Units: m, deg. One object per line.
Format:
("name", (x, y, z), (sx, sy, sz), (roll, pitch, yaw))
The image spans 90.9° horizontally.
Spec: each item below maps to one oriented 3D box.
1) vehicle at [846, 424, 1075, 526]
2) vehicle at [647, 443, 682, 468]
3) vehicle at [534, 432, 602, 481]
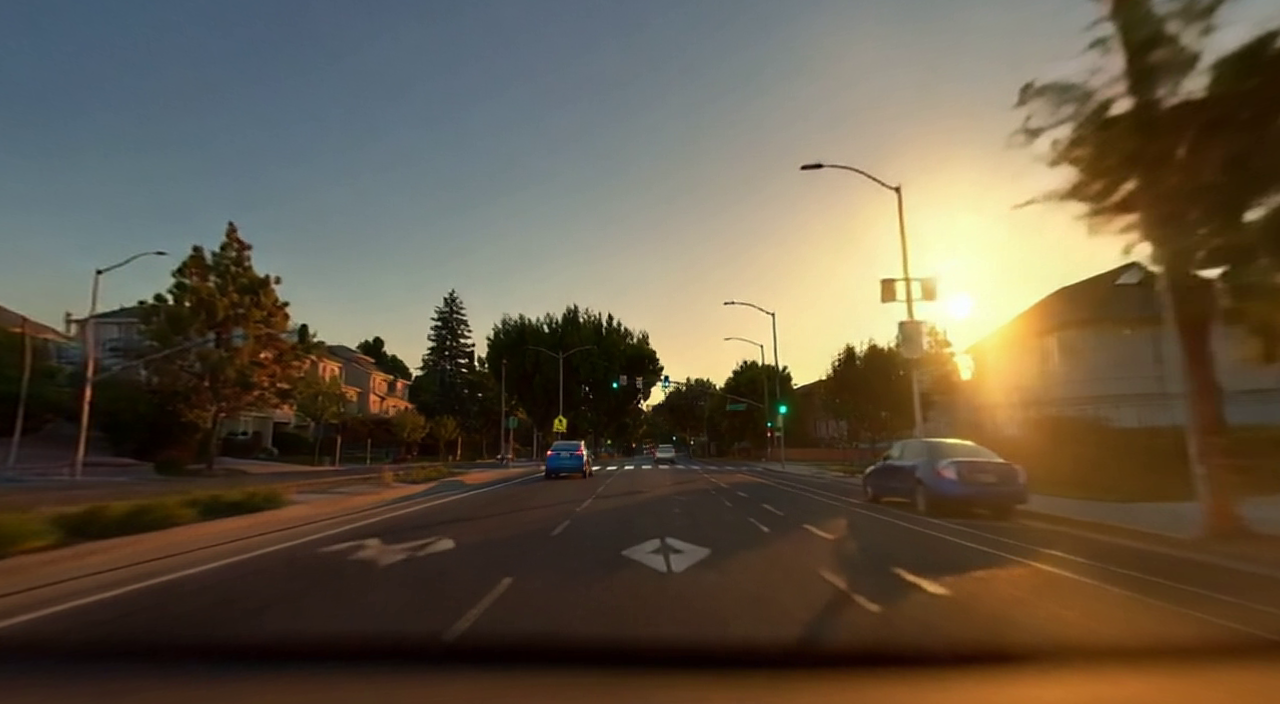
("vehicle", (6.188, 2.419, 13.078), (2.038, 1.687, 4.985), (0, -8, -1))
("vehicle", (1.499, 6.596, 40.267), (2.075, 1.480, 3.920), (0, -8, -1))
("vehicle", (-2.846, 4.258, 26.002), (2.150, 1.812, 4.423), (0, -8, 1))
